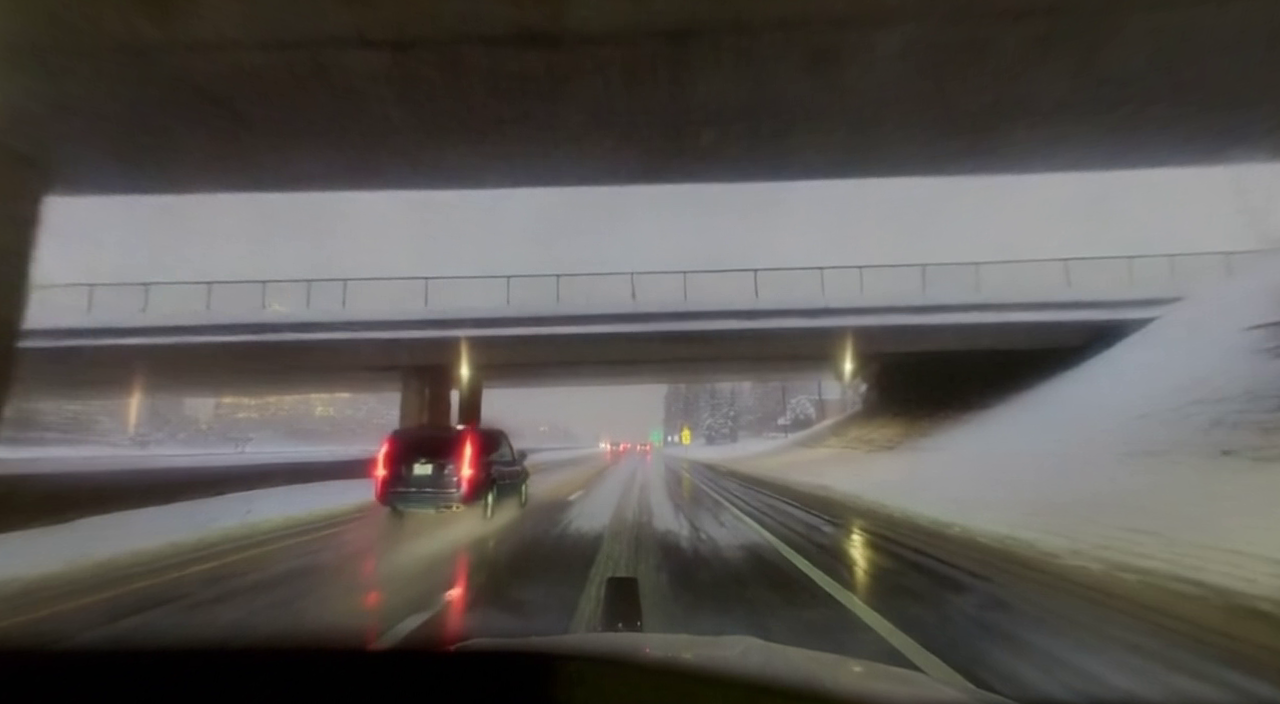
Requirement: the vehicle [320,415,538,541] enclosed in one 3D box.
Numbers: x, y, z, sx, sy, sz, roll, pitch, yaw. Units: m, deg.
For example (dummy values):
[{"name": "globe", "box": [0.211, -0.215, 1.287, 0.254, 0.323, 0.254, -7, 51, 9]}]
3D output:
[{"name": "vehicle", "box": [-3.324, 2.102, 11.132, 2.203, 1.734, 4.600, 0, -9, 1]}]
